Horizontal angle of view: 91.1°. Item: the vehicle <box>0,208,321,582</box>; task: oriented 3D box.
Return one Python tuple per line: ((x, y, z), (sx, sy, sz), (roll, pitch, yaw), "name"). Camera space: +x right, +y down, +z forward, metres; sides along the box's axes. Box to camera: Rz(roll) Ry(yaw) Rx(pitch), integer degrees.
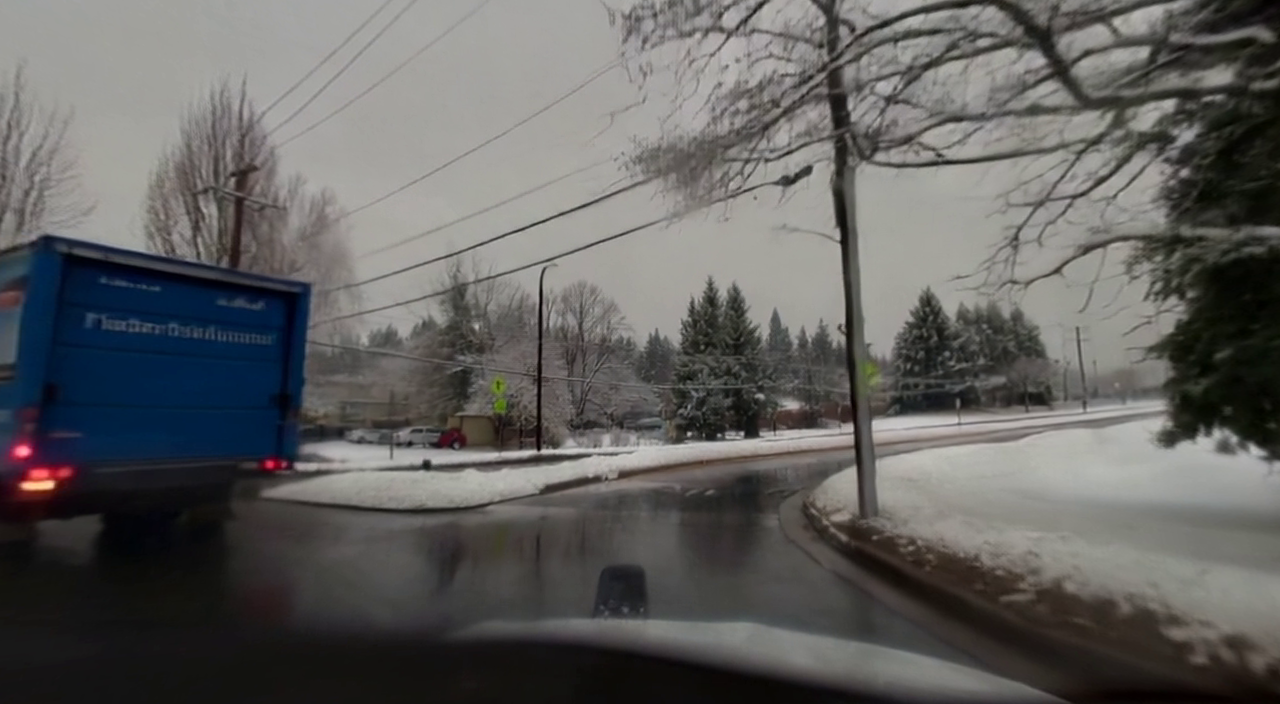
((-8.787, 0.920, 9.481), (9.680, 3.326, 2.838), (-6, -10, 36), "vehicle")
